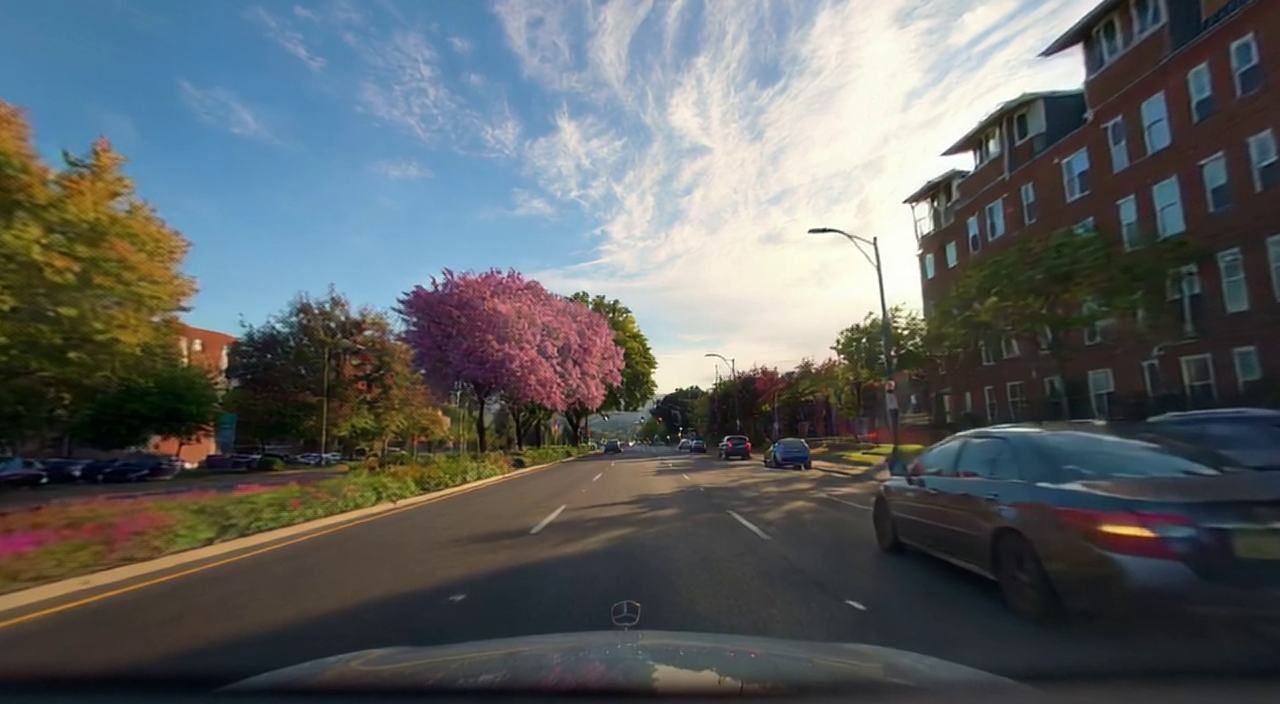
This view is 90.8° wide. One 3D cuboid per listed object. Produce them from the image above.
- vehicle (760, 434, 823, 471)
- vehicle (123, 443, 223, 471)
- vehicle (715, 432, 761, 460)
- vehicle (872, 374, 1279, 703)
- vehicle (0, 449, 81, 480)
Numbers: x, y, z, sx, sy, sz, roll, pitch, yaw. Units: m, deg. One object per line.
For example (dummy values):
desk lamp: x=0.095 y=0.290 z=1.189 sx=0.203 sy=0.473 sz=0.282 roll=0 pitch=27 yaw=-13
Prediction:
vehicle: x=7.293 y=4.879 z=30.777 sx=1.940 sy=1.647 sz=4.309 roll=0 pitch=-8 yaw=-1
vehicle: x=-33.620 y=7.564 z=45.599 sx=5.605 sy=1.774 sz=2.197 roll=-3 pitch=-9 yaw=3
vehicle: x=7.069 y=6.879 z=46.154 sx=2.450 sy=1.892 sz=5.107 roll=0 pitch=-8 yaw=-2
vehicle: x=3.687 y=1.207 z=5.174 sx=1.984 sy=1.580 sz=4.413 roll=0 pitch=-8 yaw=2
vehicle: x=-33.788 y=6.153 z=34.708 sx=4.339 sy=1.608 sz=1.871 roll=0 pitch=-8 yaw=2
